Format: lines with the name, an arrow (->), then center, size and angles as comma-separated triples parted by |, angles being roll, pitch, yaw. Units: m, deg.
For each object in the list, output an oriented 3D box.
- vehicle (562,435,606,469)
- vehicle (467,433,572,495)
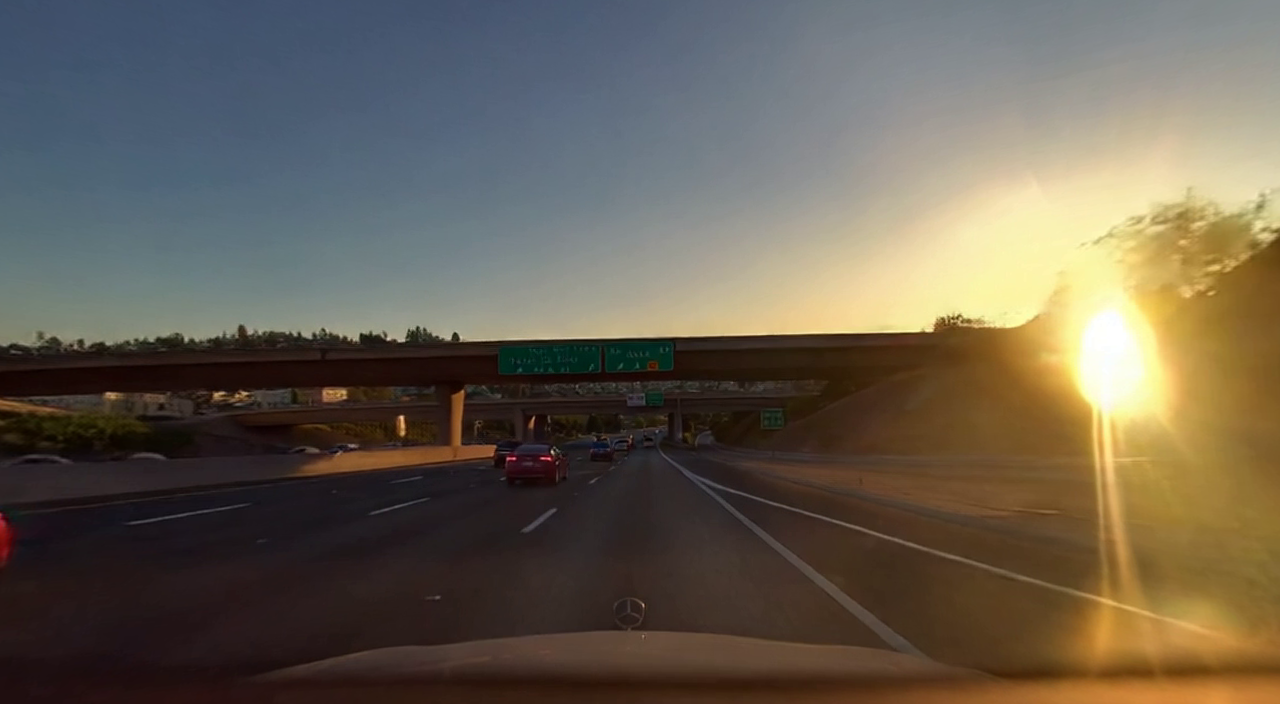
vehicle -> -3.190, 5.826, 36.921 | 2.080, 1.811, 4.644 | 0, -9, 1
vehicle -> -3.463, 3.327, 19.153 | 2.210, 1.628, 4.586 | 0, -9, 1
